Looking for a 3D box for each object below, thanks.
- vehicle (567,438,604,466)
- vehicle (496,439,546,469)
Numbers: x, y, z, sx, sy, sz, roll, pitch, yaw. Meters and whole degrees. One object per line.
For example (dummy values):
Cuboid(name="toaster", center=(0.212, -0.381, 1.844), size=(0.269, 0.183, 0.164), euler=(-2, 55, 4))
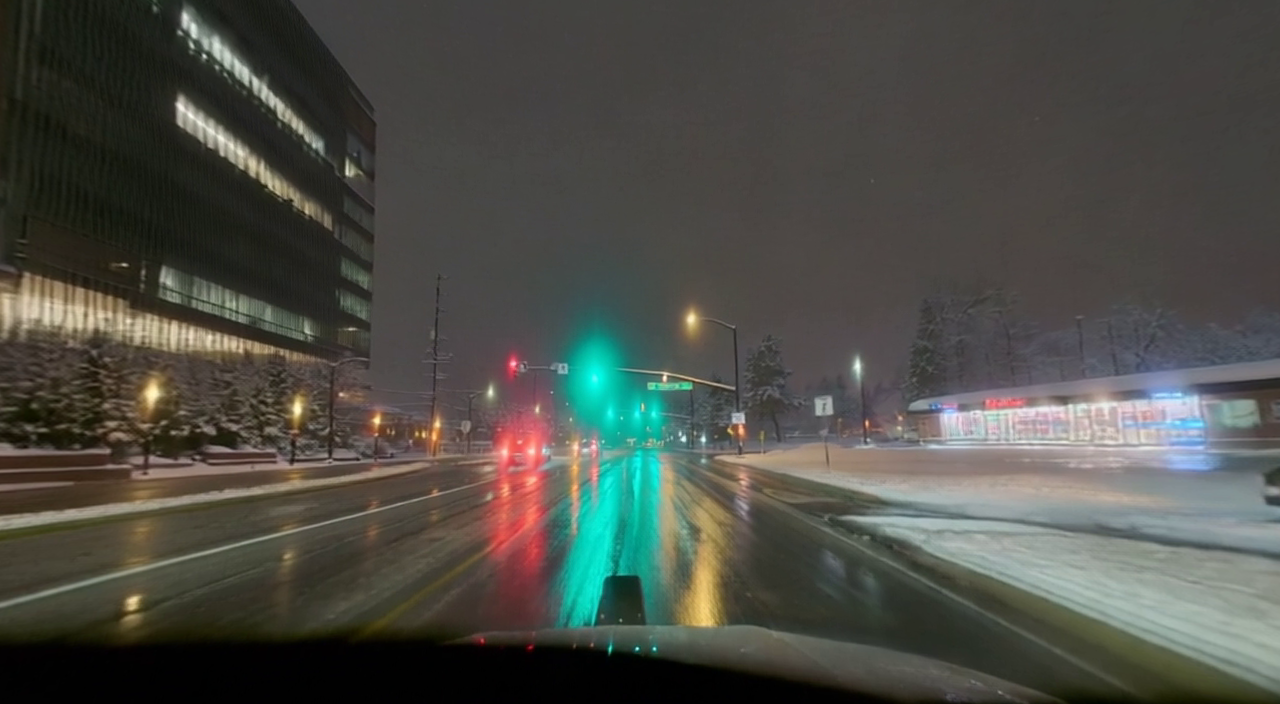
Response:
Cuboid(name="vehicle", center=(-3.528, 6.592, 41.814), size=(2.052, 1.729, 4.195), euler=(0, -8, 1))
Cuboid(name="vehicle", center=(-6.696, 5.793, 36.027), size=(1.909, 1.605, 4.561), euler=(0, -8, 1))
